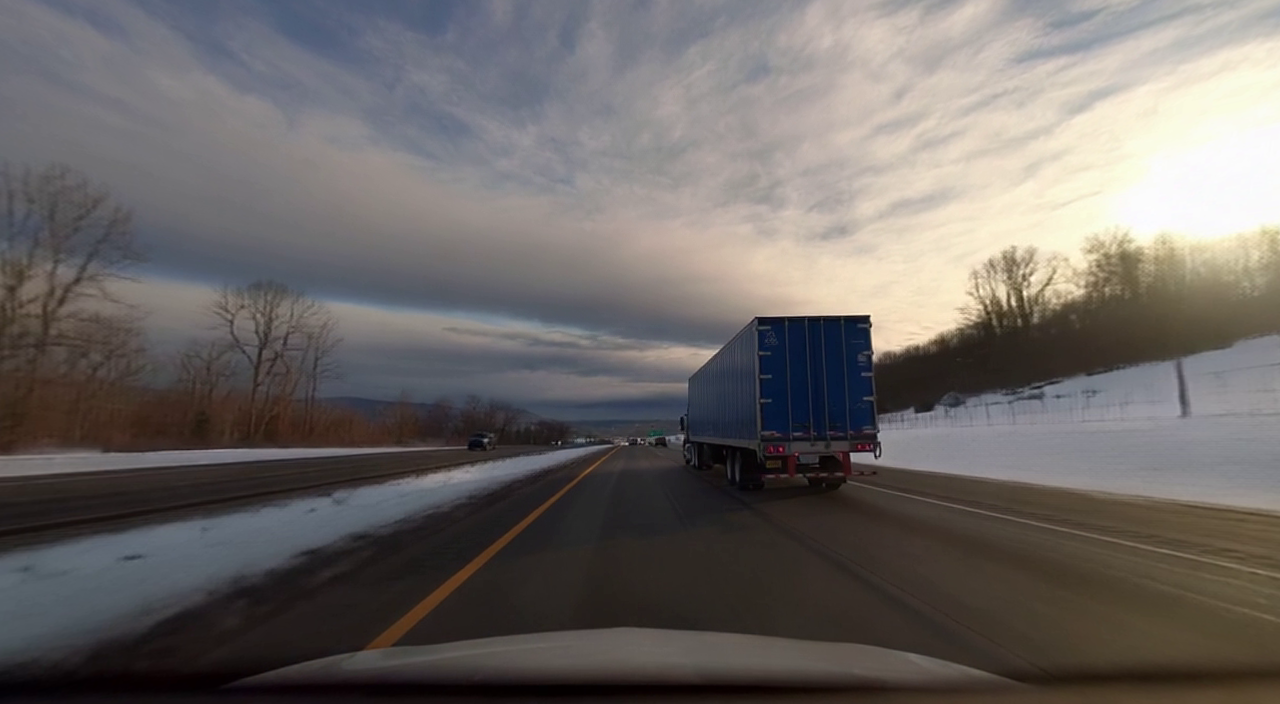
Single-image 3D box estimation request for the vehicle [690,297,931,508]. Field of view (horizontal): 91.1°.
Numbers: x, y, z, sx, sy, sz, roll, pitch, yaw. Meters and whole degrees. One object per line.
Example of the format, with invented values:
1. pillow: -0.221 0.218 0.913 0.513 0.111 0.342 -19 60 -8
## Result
1. vehicle: 4.105 2.129 21.276 3.203 4.273 17.131 0 -8 -1
